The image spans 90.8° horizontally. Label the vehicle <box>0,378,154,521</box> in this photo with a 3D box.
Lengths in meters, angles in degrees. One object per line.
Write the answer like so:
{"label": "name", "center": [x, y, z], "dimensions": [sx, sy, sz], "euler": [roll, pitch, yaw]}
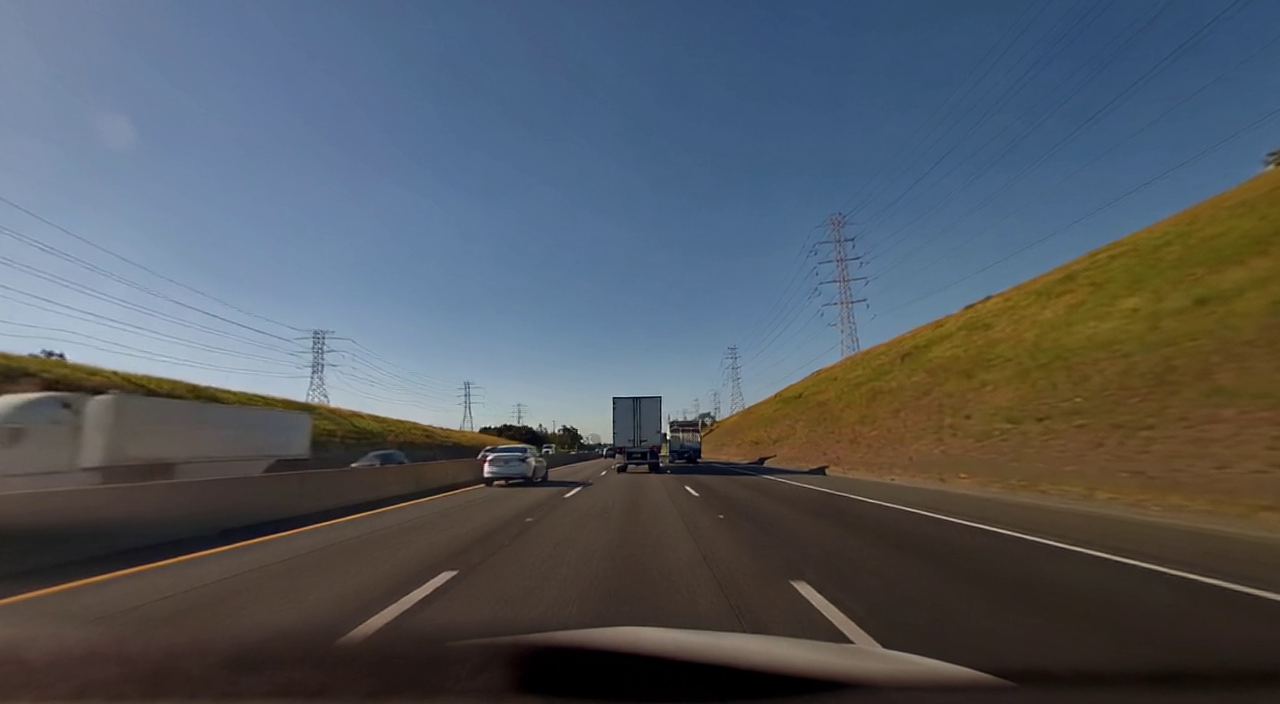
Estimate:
{"label": "vehicle", "center": [-19.767, 3.151, 20.436], "dimensions": [2.983, 4.049, 5.976], "euler": [0, -9, 0]}

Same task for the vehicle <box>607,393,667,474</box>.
{"label": "vehicle", "center": [-0.129, 4.897, 36.992], "dimensions": [2.985, 4.025, 10.982], "euler": [0, -9, 0]}

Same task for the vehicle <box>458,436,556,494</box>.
{"label": "vehicle", "center": [-4.171, 3.630, 20.645], "dimensions": [2.170, 1.657, 4.573], "euler": [0, -9, 1]}

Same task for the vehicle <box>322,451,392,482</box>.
{"label": "vehicle", "center": [-15.273, 6.191, 34.336], "dimensions": [1.867, 1.518, 4.106], "euler": [0, -9, 0]}
